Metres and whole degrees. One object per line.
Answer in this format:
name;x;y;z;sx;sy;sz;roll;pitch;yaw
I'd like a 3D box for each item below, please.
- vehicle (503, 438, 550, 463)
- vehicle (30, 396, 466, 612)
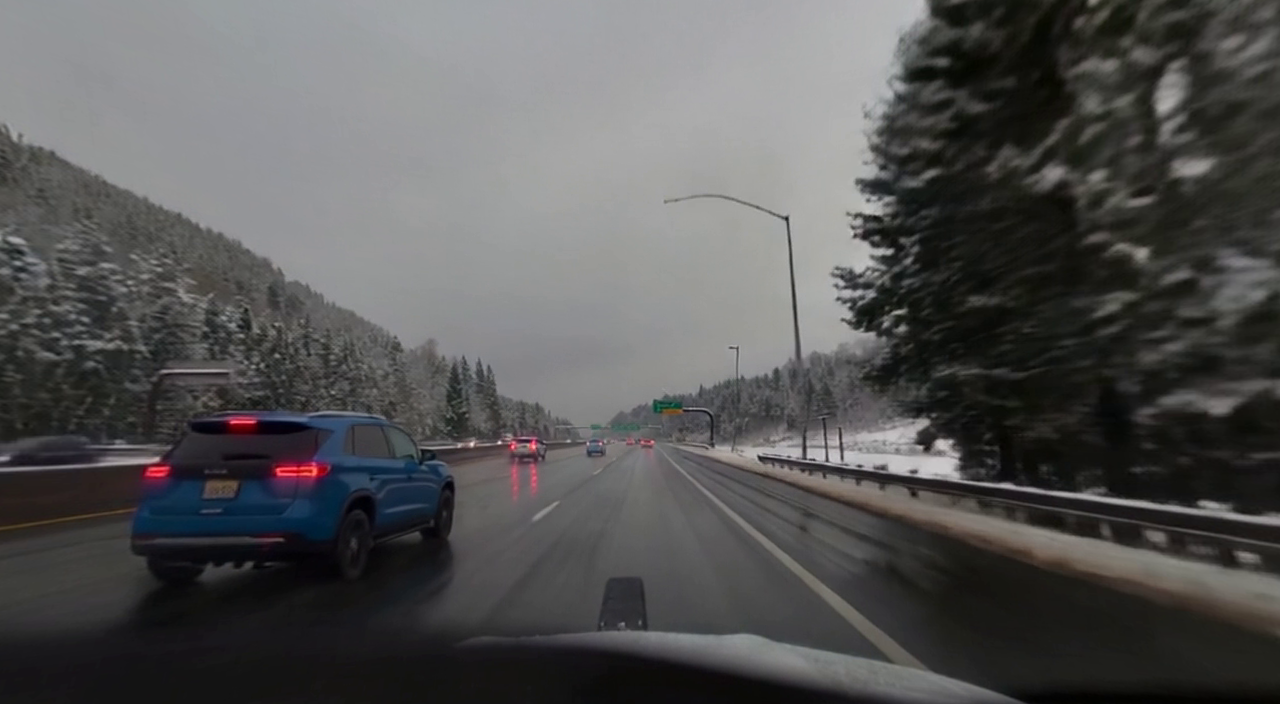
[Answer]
vehicle;-7.121;6.230;40.107;1.963;1.476;4.739;-1;-8;2
vehicle;-3.770;1.538;7.333;2.138;1.718;4.415;0;-8;1
